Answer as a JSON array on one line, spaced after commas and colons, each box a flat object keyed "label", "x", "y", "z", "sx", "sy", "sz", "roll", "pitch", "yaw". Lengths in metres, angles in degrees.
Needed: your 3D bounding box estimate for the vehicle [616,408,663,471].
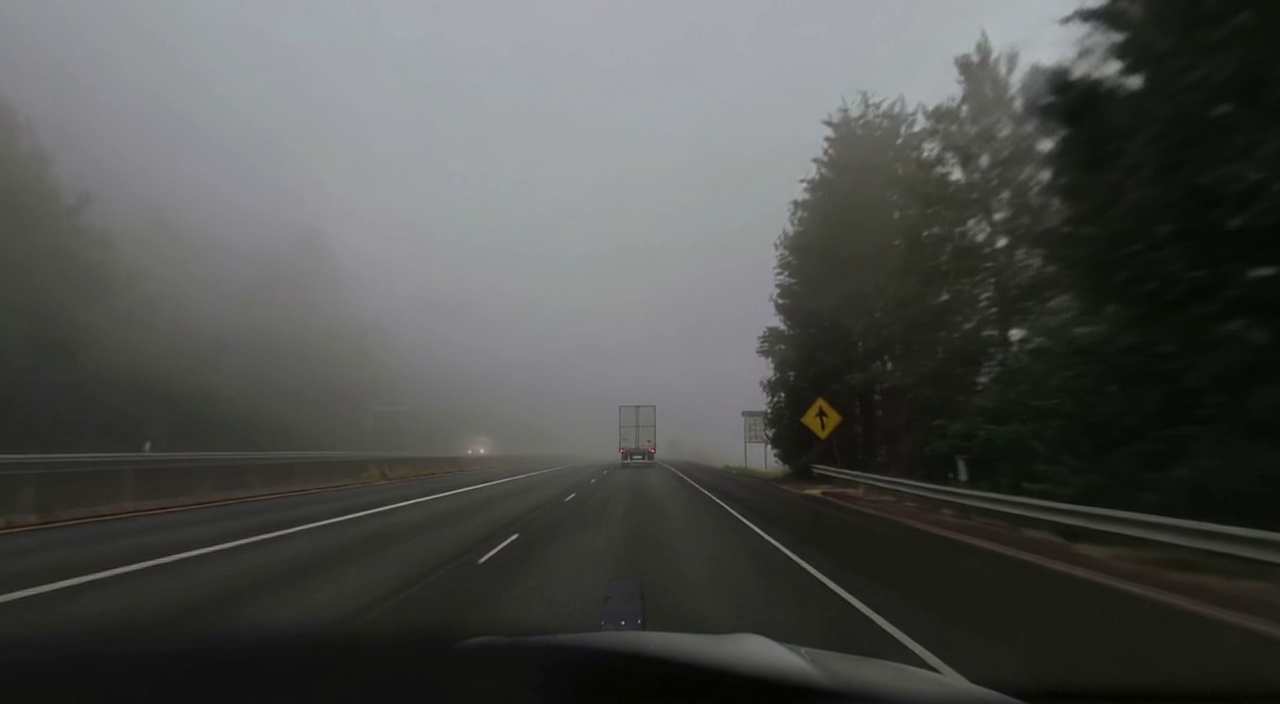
[{"label": "vehicle", "x": -0.083, "y": 6.423, "z": 45.700, "sx": 2.982, "sy": 3.947, "sz": 11.075, "roll": 0, "pitch": -9, "yaw": -1}]
